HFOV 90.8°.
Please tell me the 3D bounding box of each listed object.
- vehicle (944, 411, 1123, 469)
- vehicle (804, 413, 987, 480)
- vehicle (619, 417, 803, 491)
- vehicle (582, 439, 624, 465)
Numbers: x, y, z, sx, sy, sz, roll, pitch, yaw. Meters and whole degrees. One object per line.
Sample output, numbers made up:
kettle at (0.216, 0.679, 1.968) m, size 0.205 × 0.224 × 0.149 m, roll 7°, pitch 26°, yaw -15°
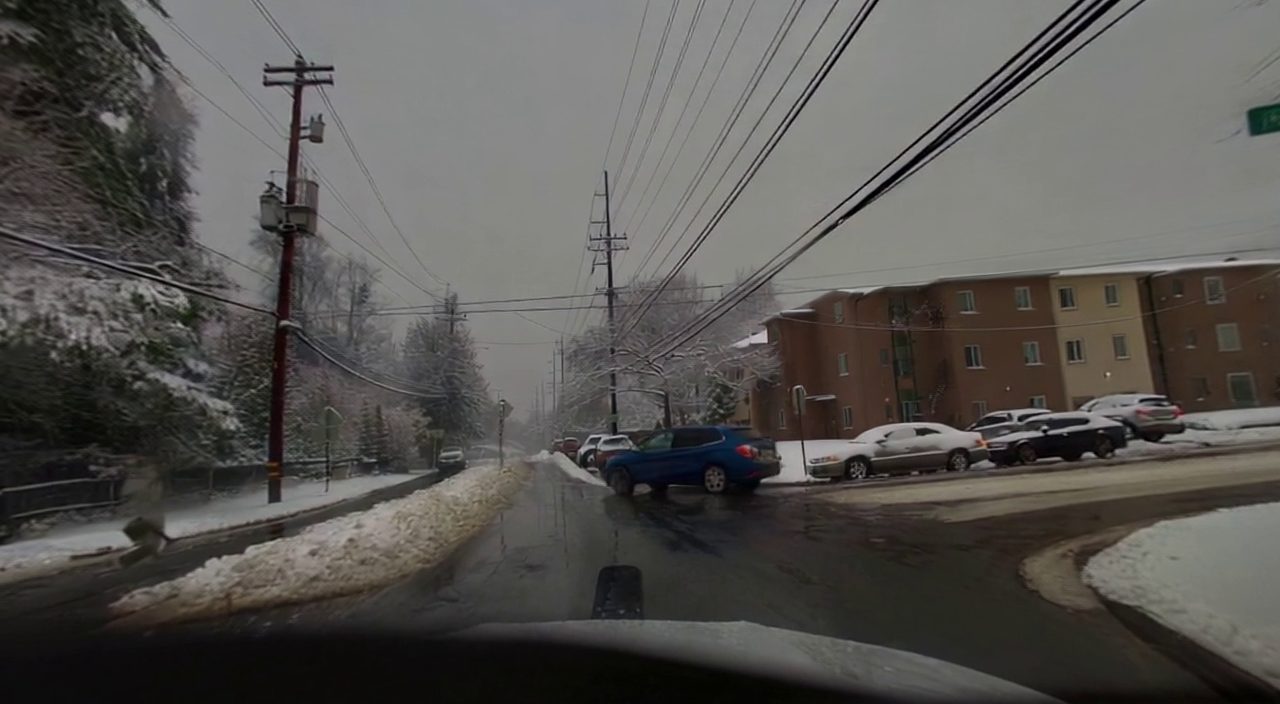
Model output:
vehicle at (12.915, 2.913, 20.861) m, size 4.830 × 1.490 × 1.878 m, roll -2°, pitch -11°, yaw -11°
vehicle at (7.907, 2.979, 19.775) m, size 4.877 × 1.755 × 1.918 m, roll -1°, pitch -11°, yaw -11°
vehicle at (1.983, 2.932, 18.331) m, size 4.790 × 1.872 × 2.155 m, roll -6°, pitch -10°, yaw 33°
vehicle at (-2.328, 6.158, 38.874) m, size 1.918 × 1.475 × 4.060 m, roll 2°, pitch -9°, yaw -12°
